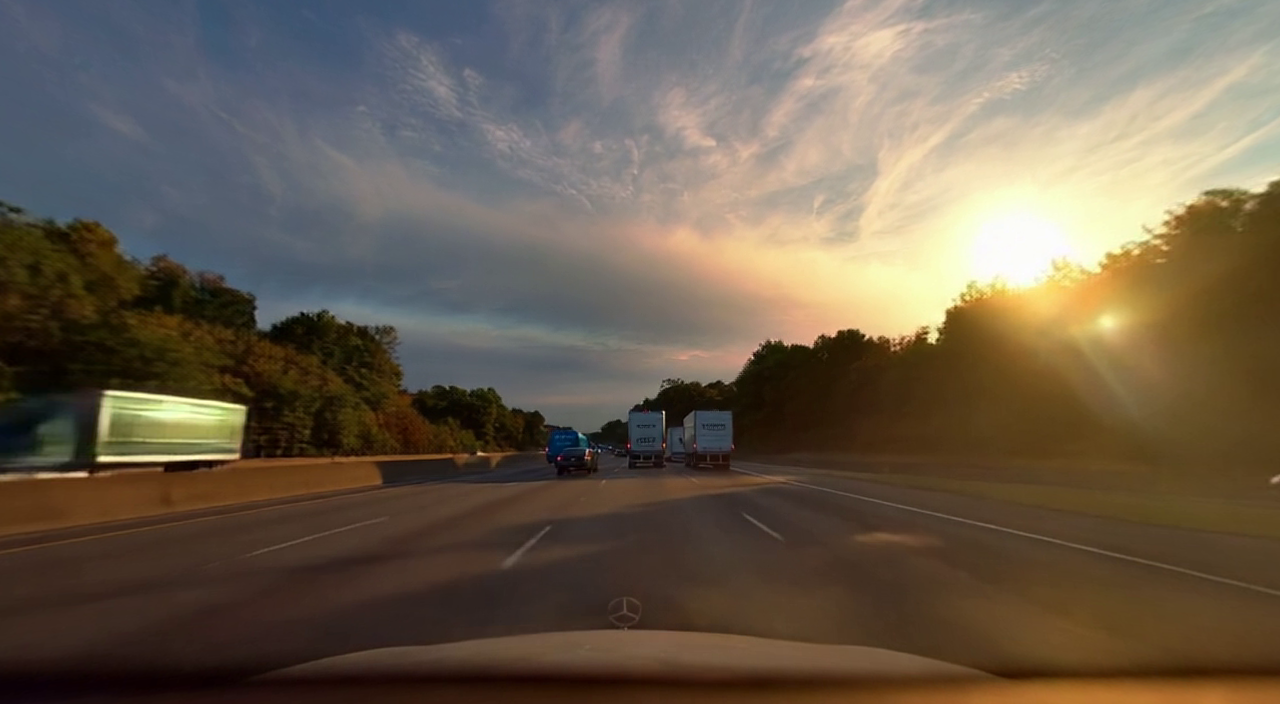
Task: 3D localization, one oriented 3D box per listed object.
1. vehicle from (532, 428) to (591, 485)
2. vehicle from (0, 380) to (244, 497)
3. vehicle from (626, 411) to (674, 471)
[{"bbox_3d":[-3.257,4.422,26.893,2.033,2.234,3.490,0,-9,0],"label":"vehicle"},{"bbox_3d":[-20.413,3.478,24.875,3.281,3.717,9.377,0,-9,1],"label":"vehicle"},{"bbox_3d":[0.627,6.813,47.832,3.201,4.019,10.918,0,-9,-1],"label":"vehicle"}]
